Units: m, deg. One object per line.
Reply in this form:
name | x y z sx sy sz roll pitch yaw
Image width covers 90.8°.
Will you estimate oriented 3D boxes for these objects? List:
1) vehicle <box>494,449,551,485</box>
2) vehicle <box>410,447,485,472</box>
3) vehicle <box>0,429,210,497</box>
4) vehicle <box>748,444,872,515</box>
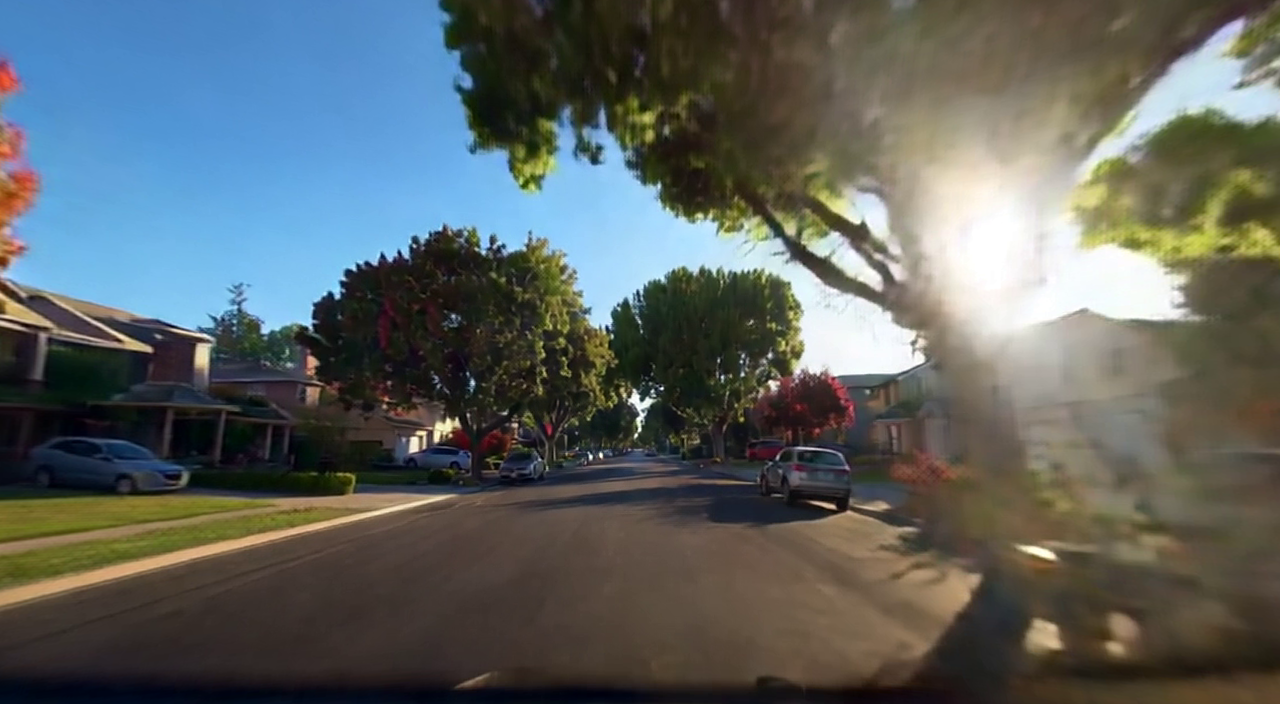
vehicle | -5.793 5.704 31.637 1.944 1.621 4.187 -1 -9 1
vehicle | -12.329 6.920 40.669 4.135 1.567 1.944 0 -9 2
vehicle | -15.112 3.077 17.679 4.530 1.777 2.107 0 -9 -2
vehicle | 4.211 3.208 16.484 1.996 1.585 4.371 0 -9 0
